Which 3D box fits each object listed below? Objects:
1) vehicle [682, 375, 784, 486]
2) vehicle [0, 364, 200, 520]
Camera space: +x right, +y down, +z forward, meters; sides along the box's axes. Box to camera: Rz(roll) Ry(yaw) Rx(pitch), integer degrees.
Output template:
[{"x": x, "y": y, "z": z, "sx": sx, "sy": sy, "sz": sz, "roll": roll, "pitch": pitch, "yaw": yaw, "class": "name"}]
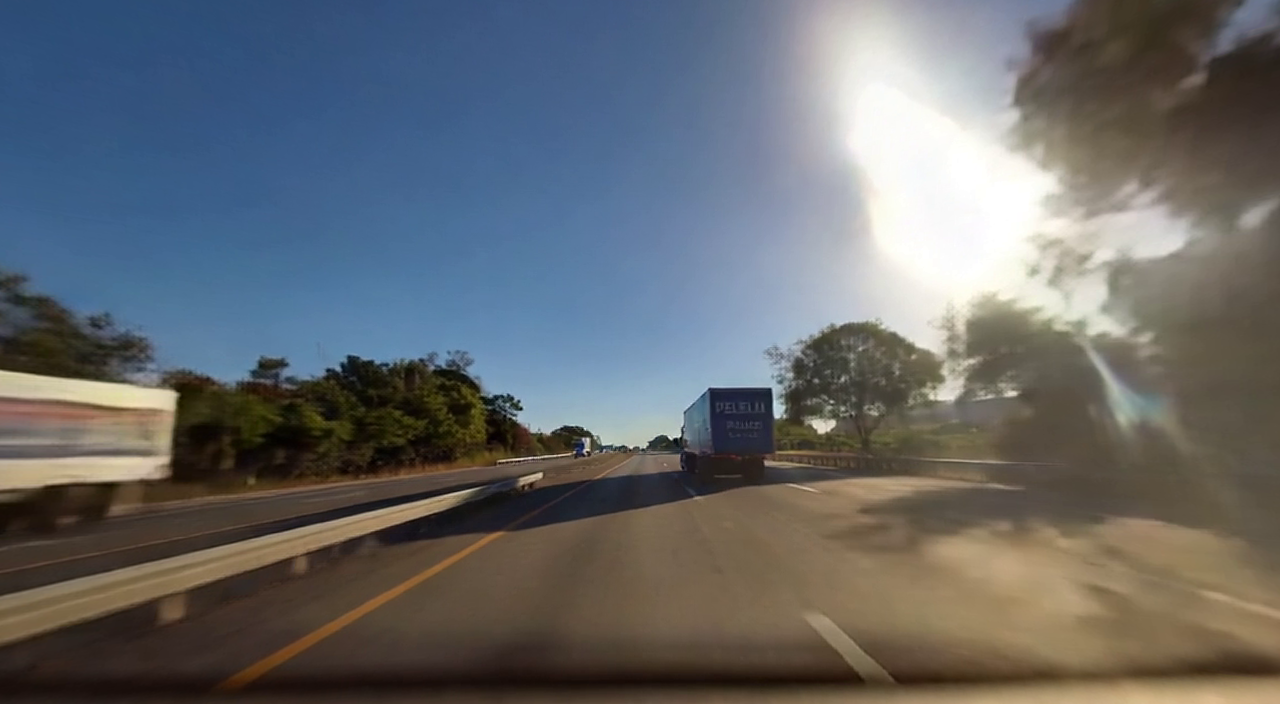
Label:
[{"x": 4.011, "y": 3.978, "z": 30.734, "sx": 3.341, "sy": 4.269, "sz": 12.252, "roll": 0, "pitch": -9, "yaw": 1, "class": "vehicle"}, {"x": -16.172, "y": 2.018, "z": 14.136, "sx": 2.940, "sy": 3.545, "sz": 13.036, "roll": 0, "pitch": -9, "yaw": 1, "class": "vehicle"}]
